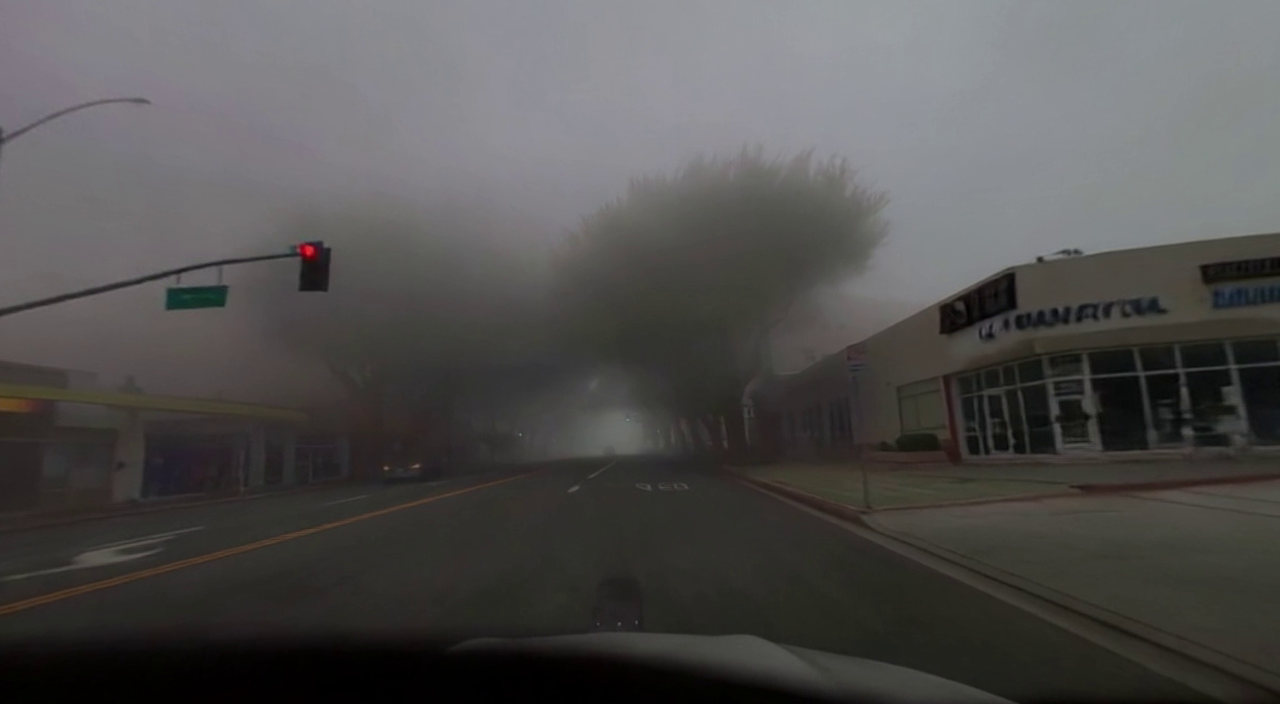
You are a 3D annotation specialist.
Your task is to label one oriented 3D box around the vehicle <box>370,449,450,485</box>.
[{"bbox_3d":[-10.622,5.329,29.452,1.889,1.499,4.541,-1,-8,2],"label":"vehicle"}]
